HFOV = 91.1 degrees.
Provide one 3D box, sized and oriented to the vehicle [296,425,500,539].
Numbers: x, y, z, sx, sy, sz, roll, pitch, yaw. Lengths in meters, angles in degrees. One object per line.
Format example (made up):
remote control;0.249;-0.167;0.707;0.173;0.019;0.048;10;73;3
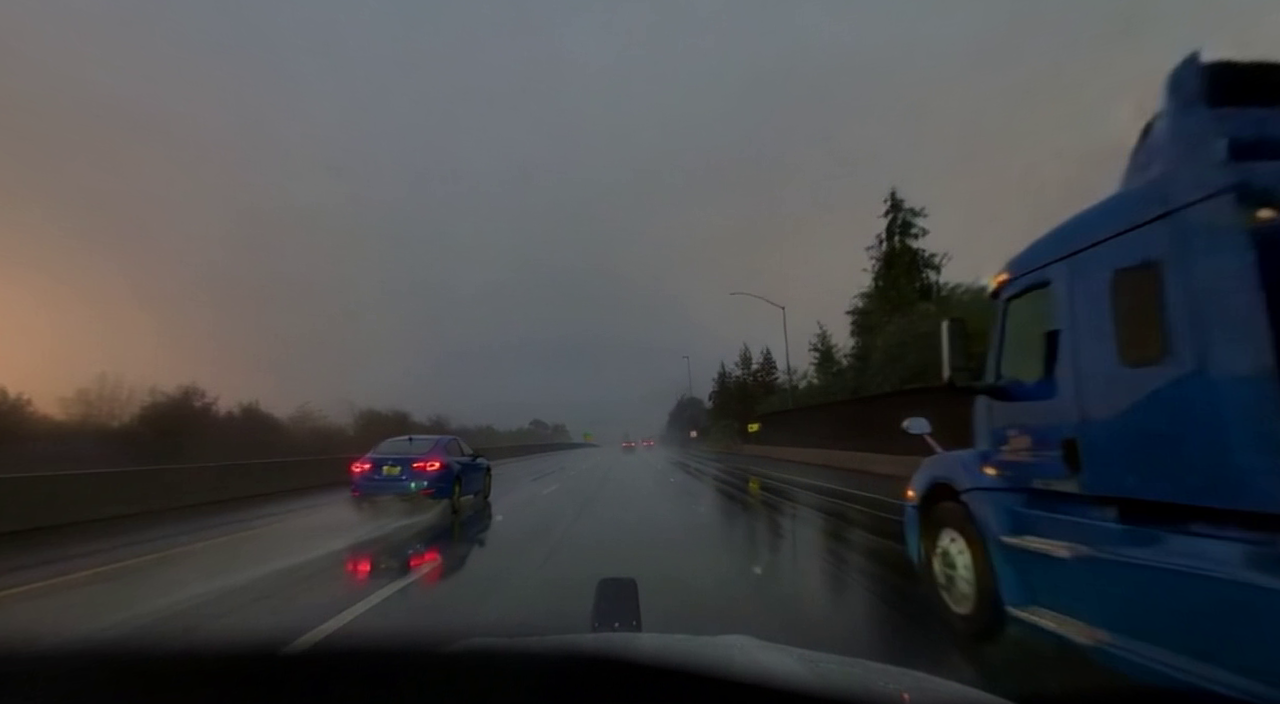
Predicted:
vehicle;-4.059;2.231;11.513;2.063;1.661;4.439;1;-8;-2

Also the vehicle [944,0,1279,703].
vehicle;3.862;-0.714;1.408;2.945;3.778;6.405;0;-8;-1
